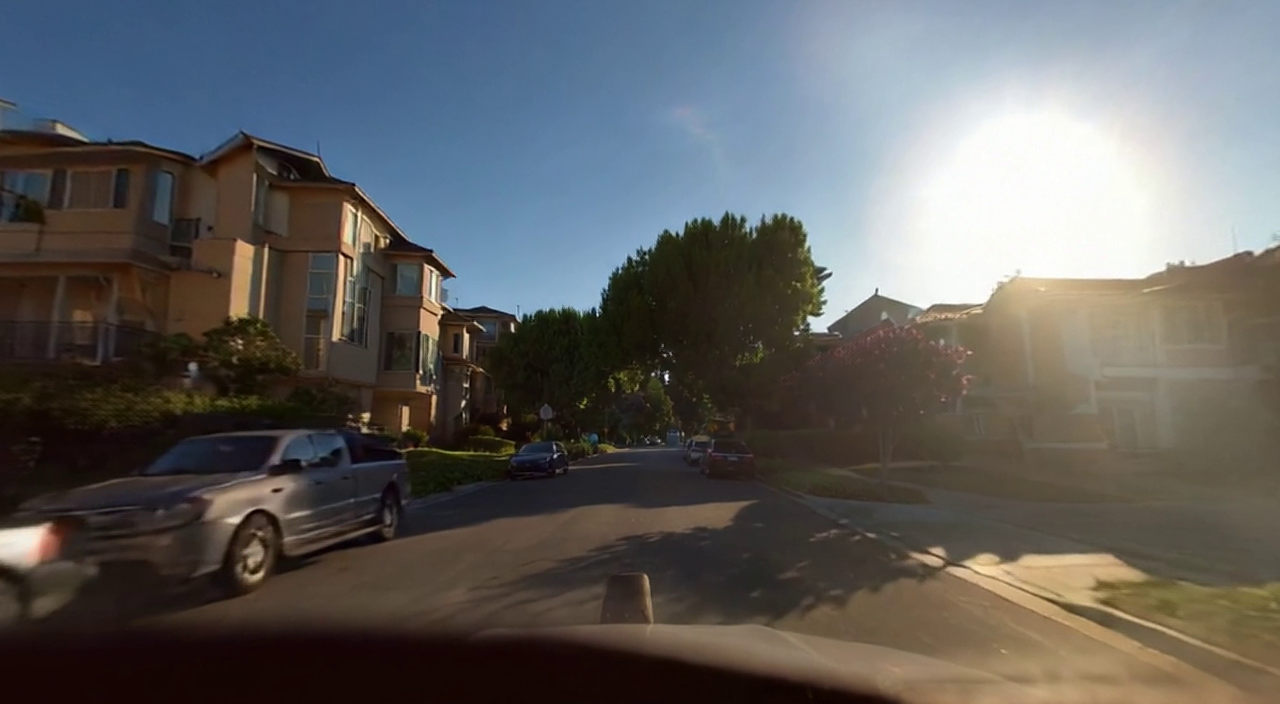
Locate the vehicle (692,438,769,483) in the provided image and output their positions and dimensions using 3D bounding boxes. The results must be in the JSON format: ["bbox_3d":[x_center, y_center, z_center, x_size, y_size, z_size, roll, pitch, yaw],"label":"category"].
[{"bbox_3d":[3.179,3.927,23.281,2.000,1.456,5.251,0,-8,-1],"label":"vehicle"}]

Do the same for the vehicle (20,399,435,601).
[{"bbox_3d":[-4.221,1.566,7.530,2.108,1.686,4.129,-1,-8,1],"label":"vehicle"}]

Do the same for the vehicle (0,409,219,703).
[{"bbox_3d":[-4.296,0.952,2.451,2.086,1.493,4.582,-1,-8,1],"label":"vehicle"}]

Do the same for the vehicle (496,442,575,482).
[{"bbox_3d":[-3.766,4.026,23.488,1.995,1.330,4.080,0,-8,4],"label":"vehicle"}]
